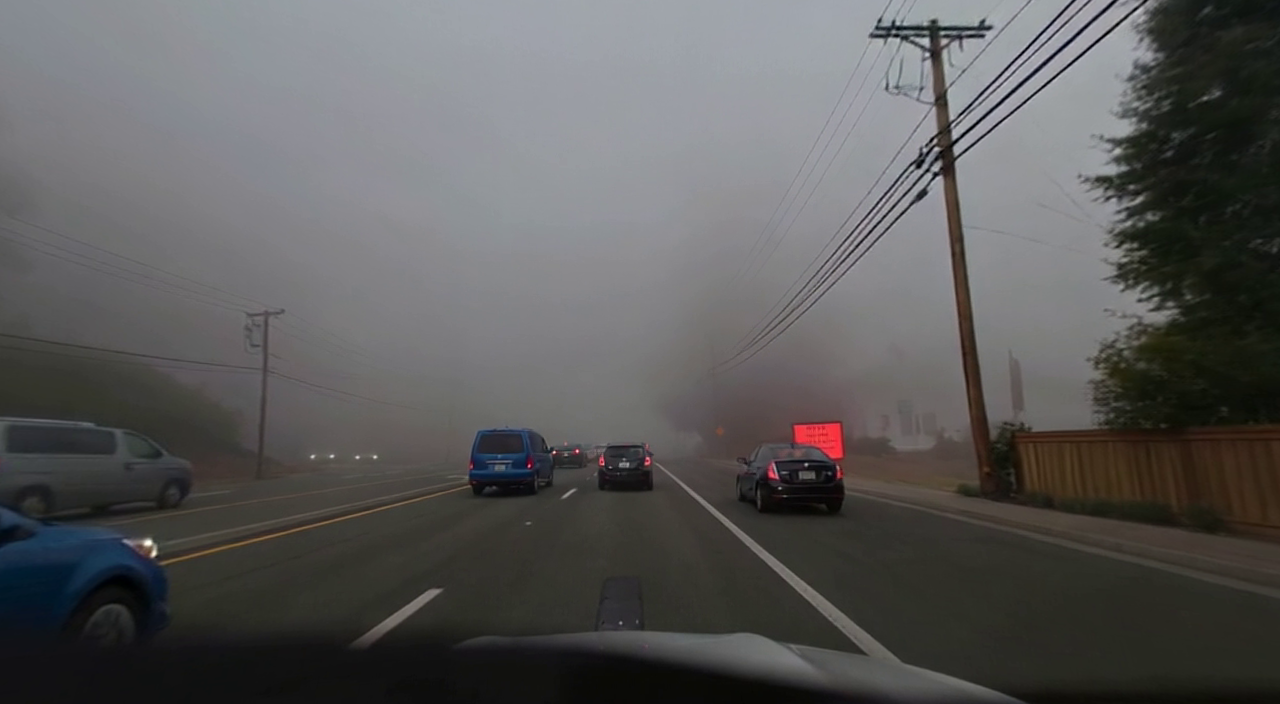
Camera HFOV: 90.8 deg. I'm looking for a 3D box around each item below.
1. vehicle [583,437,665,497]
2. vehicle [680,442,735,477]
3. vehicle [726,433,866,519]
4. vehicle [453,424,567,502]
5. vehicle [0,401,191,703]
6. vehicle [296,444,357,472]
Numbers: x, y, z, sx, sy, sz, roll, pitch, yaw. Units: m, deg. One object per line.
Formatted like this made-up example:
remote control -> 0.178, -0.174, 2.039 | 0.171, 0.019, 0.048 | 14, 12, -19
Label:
vehicle -> -0.410, 3.219, 18.033 | 2.097, 1.511, 3.809 | 0, -9, 0
vehicle -> 3.026, 4.913, 29.179 | 1.878, 1.479, 4.461 | 0, -9, -2
vehicle -> 3.074, 2.519, 13.320 | 1.880, 1.521, 3.724 | 0, -9, -2
vehicle -> -3.377, 3.001, 17.500 | 2.092, 1.839, 4.736 | 0, -9, 0
vehicle -> -3.332, 0.721, 1.011 | 2.004, 1.454, 4.349 | 0, -9, 0
vehicle -> -23.149, 7.820, 46.831 | 2.094, 1.899, 4.789 | 0, -9, -1
